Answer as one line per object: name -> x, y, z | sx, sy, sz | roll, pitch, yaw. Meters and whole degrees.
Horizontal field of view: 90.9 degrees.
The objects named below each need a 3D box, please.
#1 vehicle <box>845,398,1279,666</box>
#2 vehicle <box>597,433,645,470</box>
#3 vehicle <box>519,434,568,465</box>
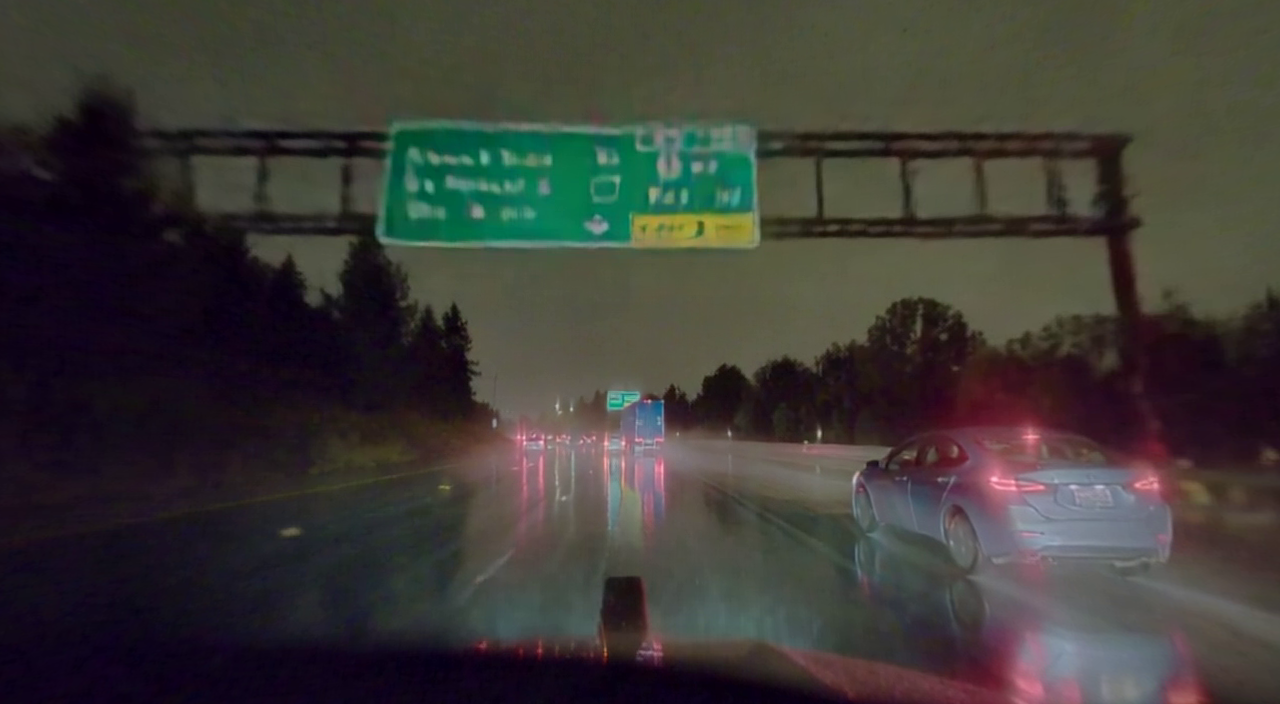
vehicle -> 3.582, 1.317, 5.718 | 1.971, 1.472, 4.301 | 0, -8, 0
vehicle -> -0.849, 4.436, 28.177 | 2.020, 1.516, 3.951 | 0, -8, -2
vehicle -> -5.061, 5.175, 33.682 | 2.072, 1.512, 4.043 | 0, -8, -2
